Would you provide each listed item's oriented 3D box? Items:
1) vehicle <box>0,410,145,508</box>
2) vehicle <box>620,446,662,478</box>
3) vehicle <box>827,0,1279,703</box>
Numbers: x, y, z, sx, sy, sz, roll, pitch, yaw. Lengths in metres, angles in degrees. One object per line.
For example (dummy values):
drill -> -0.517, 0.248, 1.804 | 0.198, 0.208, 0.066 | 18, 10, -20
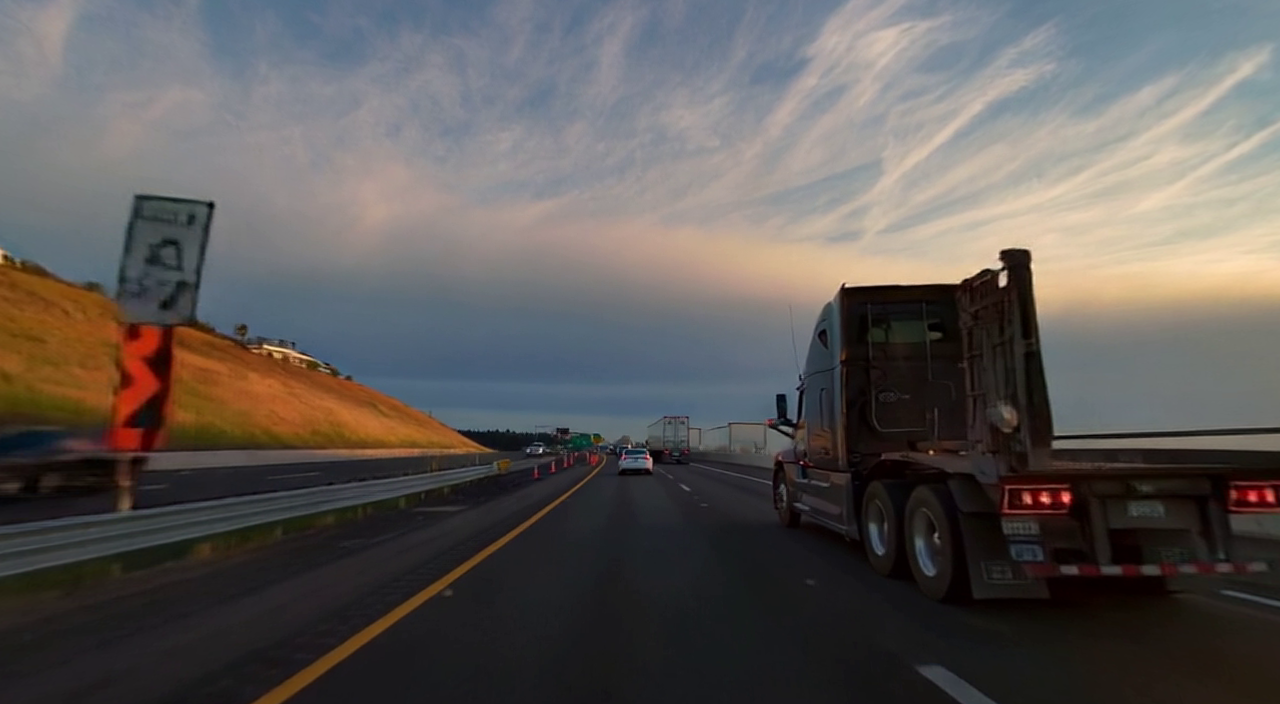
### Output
vehicle -> -12.761, 2.158, 12.806 | 2.012, 1.783, 4.216 | 0, -9, -1
vehicle -> 0.016, 5.312, 30.611 | 1.927, 1.437, 3.794 | 0, -9, -1
vehicle -> 3.641, -0.536, 0.453 | 2.874, 4.065, 14.243 | 0, -9, 1
